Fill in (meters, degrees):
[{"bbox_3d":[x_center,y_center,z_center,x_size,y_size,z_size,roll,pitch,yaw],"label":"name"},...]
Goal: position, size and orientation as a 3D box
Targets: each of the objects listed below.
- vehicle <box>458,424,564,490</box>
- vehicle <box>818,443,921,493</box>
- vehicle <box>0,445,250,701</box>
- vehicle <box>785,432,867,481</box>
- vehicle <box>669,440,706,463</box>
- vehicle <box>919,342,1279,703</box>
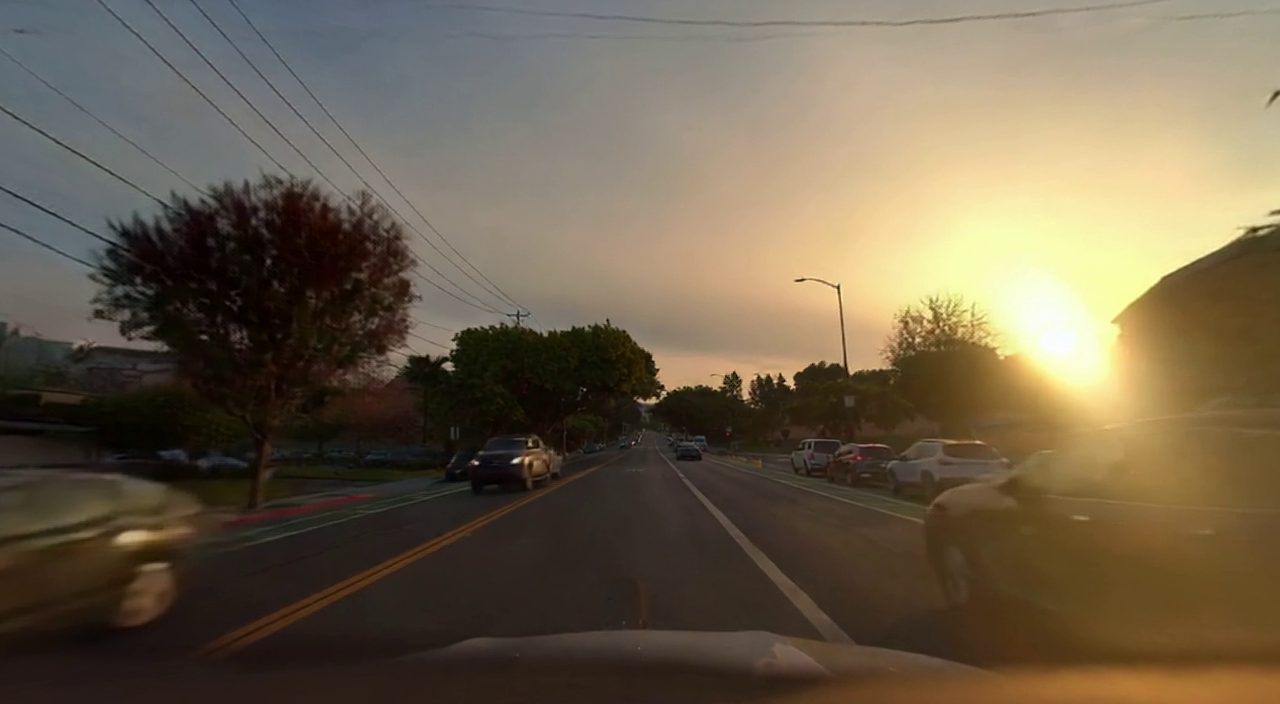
[{"bbox_3d":[-4.429,3.758,22.892,2.435,2.069,5.772,-1,-8,2],"label":"vehicle"},{"bbox_3d":[7.741,3.920,21.808,1.862,1.492,4.571,1,-8,0],"label":"vehicle"},{"bbox_3d":[-4.723,1.314,3.823,1.989,1.474,4.112,-1,-9,2],"label":"vehicle"},{"bbox_3d":[8.084,4.599,28.008,2.133,1.911,5.455,-1,-8,2],"label":"vehicle"},{"bbox_3d":[3.247,6.963,44.353,2.059,1.489,4.629,0,-8,-2],"label":"vehicle"},{"bbox_3d":[3.311,0.897,2.795,2.004,1.704,4.573,0,-9,0],"label":"vehicle"}]
